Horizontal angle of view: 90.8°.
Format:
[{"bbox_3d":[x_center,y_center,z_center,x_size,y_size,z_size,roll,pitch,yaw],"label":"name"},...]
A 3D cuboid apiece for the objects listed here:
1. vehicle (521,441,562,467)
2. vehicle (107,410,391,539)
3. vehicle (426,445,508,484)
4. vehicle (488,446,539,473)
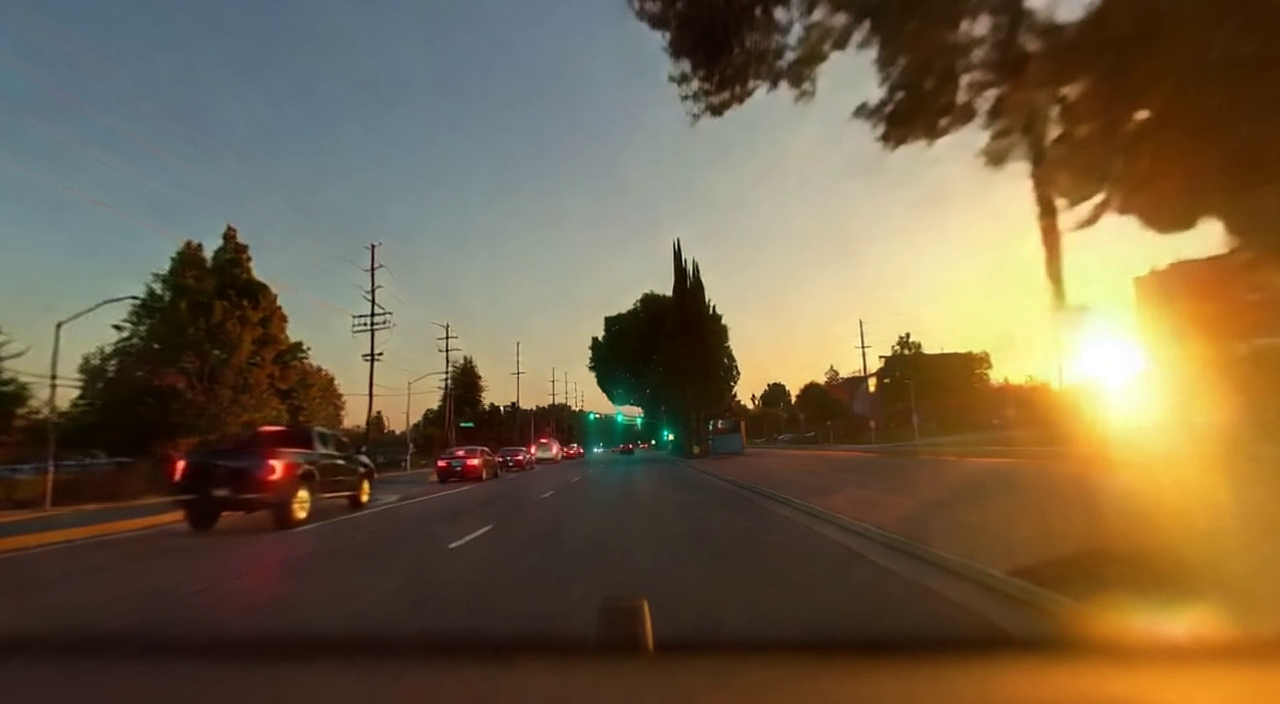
[{"bbox_3d":[-7.090,7.397,46.017,2.101,1.768,5.040,0,-9,0],"label":"vehicle"},{"bbox_3d":[-6.712,2.174,11.796,2.337,1.862,4.924,1,-9,-4],"label":"vehicle"},{"bbox_3d":[-7.157,4.694,26.745,2.030,1.482,4.818,0,-9,1],"label":"vehicle"},{"bbox_3d":[-7.119,6.100,36.051,2.008,1.456,4.409,0,-9,0],"label":"vehicle"}]
